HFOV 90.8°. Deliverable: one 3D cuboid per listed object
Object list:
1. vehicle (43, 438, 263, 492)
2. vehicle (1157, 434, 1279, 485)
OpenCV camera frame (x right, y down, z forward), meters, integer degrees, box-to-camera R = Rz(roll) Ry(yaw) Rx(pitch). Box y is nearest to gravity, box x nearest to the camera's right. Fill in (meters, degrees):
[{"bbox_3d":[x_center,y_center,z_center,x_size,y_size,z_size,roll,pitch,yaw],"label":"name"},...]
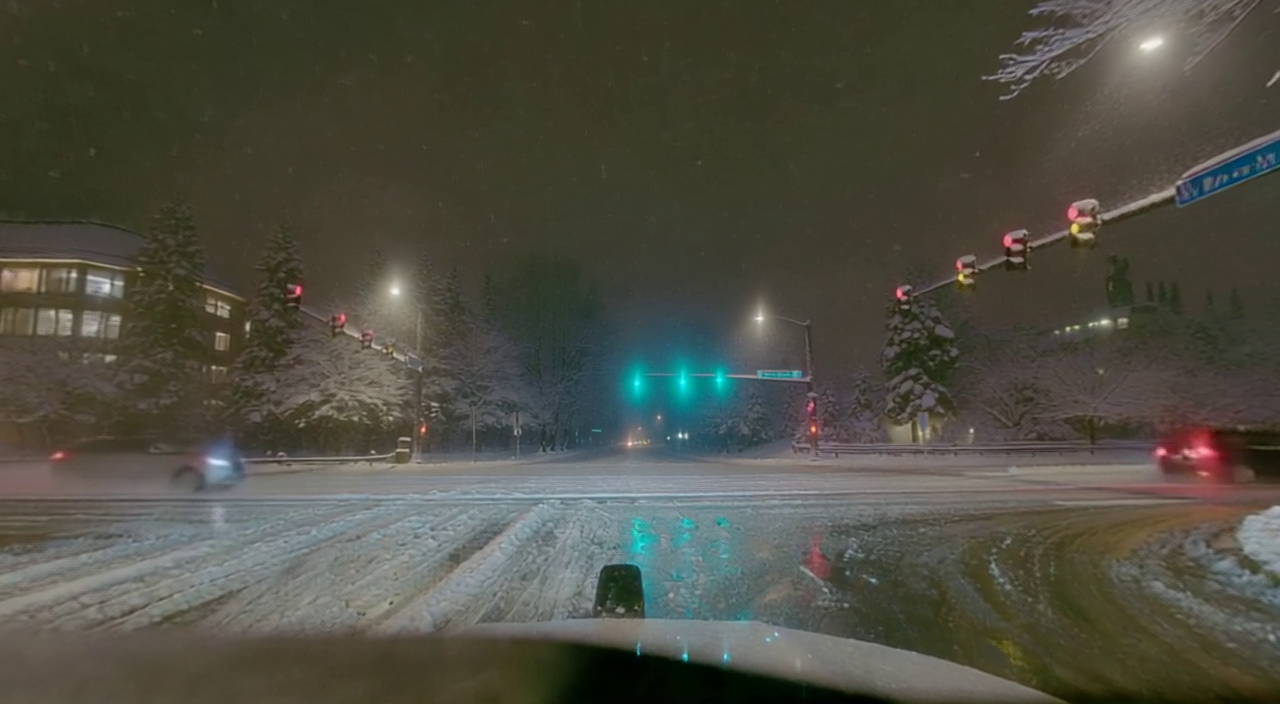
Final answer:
[{"bbox_3d":[-14.262,3.318,18.756,4.838,1.468,2.052,0,-9,1],"label":"vehicle"},{"bbox_3d":[18.892,3.232,19.173,4.698,1.466,1.883,0,-9,0],"label":"vehicle"}]
